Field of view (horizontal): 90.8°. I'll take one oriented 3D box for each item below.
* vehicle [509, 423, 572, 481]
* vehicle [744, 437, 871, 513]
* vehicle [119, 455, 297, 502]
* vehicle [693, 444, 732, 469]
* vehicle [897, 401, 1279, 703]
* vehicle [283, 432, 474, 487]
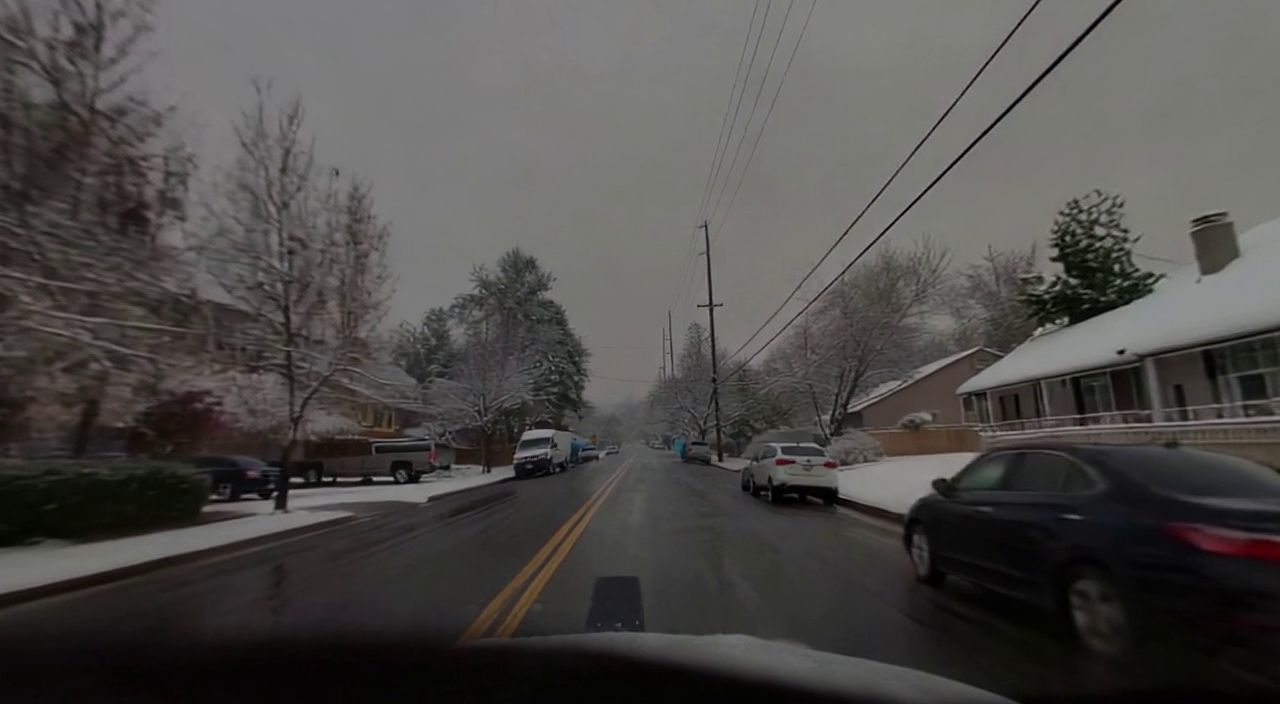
[{"bbox_3d":[-5.528,5.625,35.897,2.313,2.875,6.057,-4,-8,2],"label":"vehicle"},{"bbox_3d":[3.826,2.882,15.384,1.970,1.530,4.899,0,-9,3],"label":"vehicle"},{"bbox_3d":[-14.572,4.260,21.521,4.565,1.489,1.950,0,-9,-1],"label":"vehicle"},{"bbox_3d":[4.806,6.981,42.323,2.016,1.544,4.645,0,-9,0],"label":"vehicle"},{"bbox_3d":[3.569,1.246,4.525,1.903,1.500,4.057,0,-9,3],"label":"vehicle"},{"bbox_3d":[-10.350,4.319,25.501,6.540,2.079,2.565,0,-9,2],"label":"vehicle"}]
